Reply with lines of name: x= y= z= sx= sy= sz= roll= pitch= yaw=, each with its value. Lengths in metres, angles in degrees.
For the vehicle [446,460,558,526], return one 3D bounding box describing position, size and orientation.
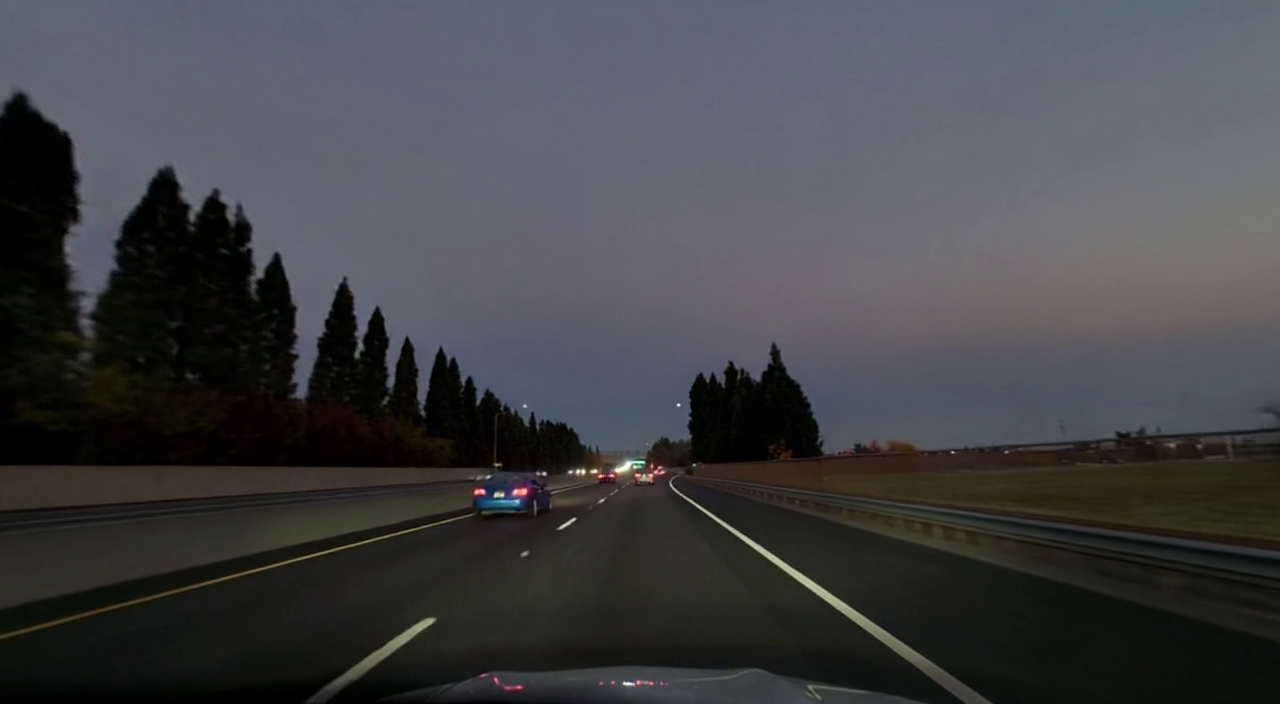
vehicle: x=-3.620 y=3.825 z=17.439 sx=2.047 sy=1.523 sz=4.279 roll=1 pitch=-11 yaw=1
